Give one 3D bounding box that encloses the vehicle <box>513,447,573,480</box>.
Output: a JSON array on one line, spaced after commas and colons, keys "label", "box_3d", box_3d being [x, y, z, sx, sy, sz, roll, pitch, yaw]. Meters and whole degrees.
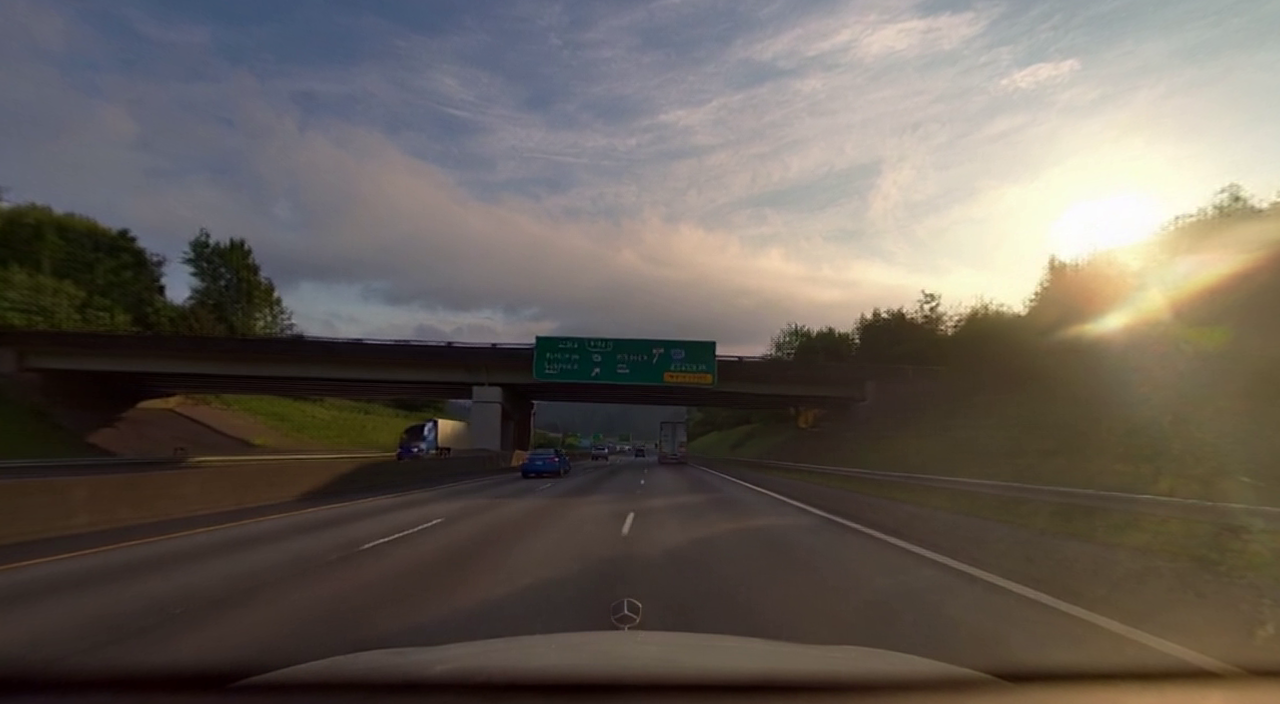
[{"label": "vehicle", "box_3d": [-4.692, 5.470, 31.271, 2.038, 1.489, 4.603, -1, -9, 2]}]
